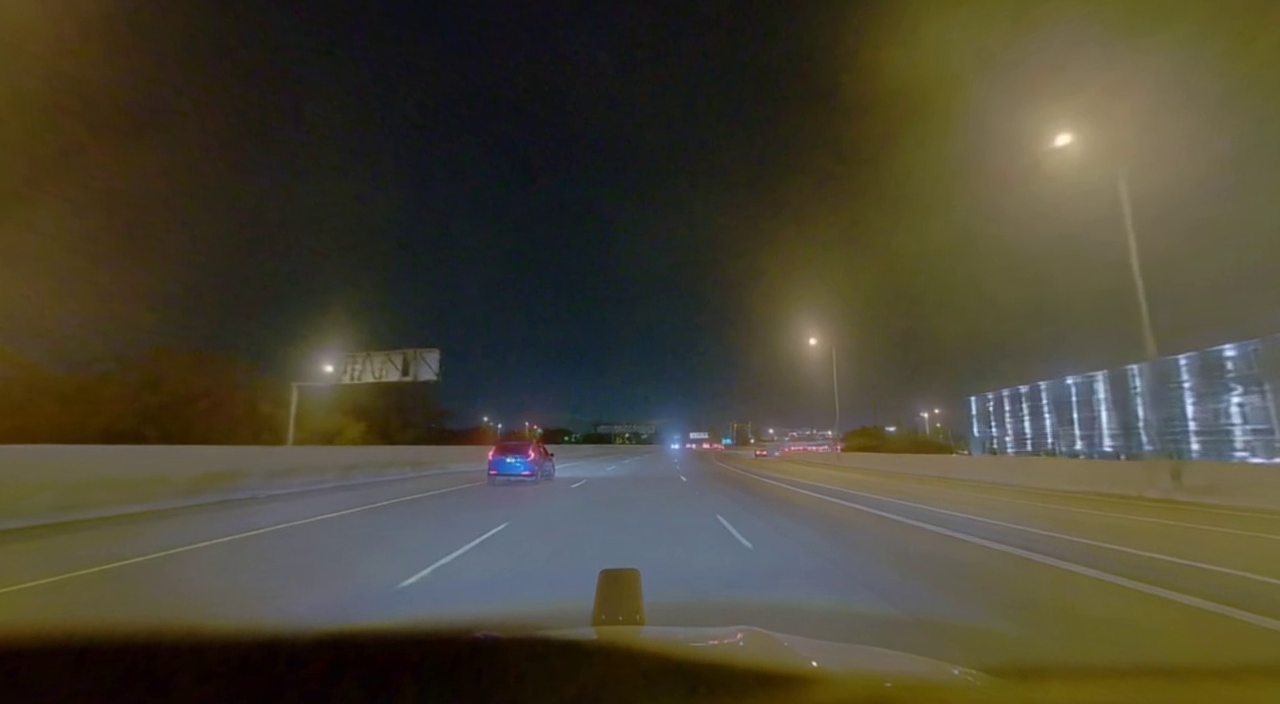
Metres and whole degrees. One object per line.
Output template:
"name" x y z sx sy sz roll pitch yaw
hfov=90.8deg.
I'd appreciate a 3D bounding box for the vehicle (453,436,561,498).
"vehicle" -3.744 3.339 18.781 2.087 1.566 4.756 0 -9 2
